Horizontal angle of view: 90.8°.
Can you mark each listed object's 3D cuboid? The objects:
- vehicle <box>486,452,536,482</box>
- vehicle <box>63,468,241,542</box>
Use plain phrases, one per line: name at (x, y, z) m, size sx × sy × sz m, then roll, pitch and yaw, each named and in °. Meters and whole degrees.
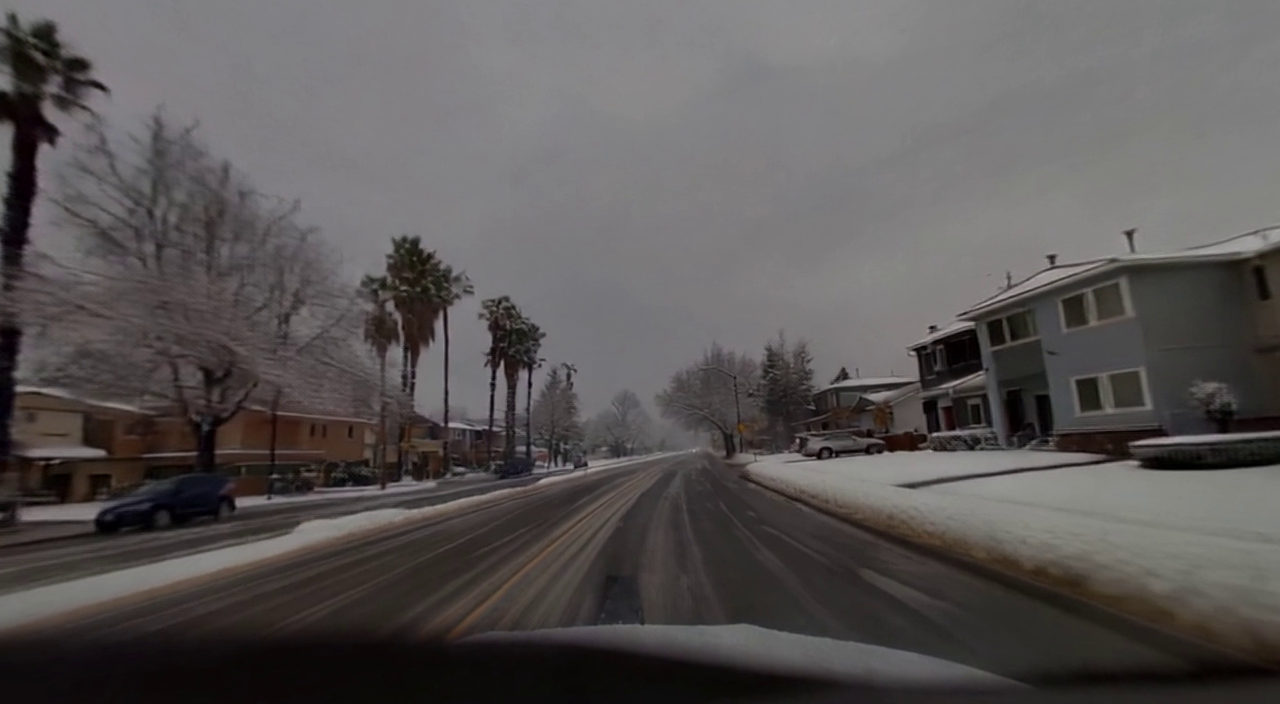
vehicle at (-8.529, 7.623, 42.073) m, size 2.001 × 1.725 × 4.504 m, roll -3°, pitch -8°, yaw 6°
vehicle at (-13.638, 4.256, 18.031) m, size 1.804 × 1.498 × 4.136 m, roll -5°, pitch -8°, yaw 1°
